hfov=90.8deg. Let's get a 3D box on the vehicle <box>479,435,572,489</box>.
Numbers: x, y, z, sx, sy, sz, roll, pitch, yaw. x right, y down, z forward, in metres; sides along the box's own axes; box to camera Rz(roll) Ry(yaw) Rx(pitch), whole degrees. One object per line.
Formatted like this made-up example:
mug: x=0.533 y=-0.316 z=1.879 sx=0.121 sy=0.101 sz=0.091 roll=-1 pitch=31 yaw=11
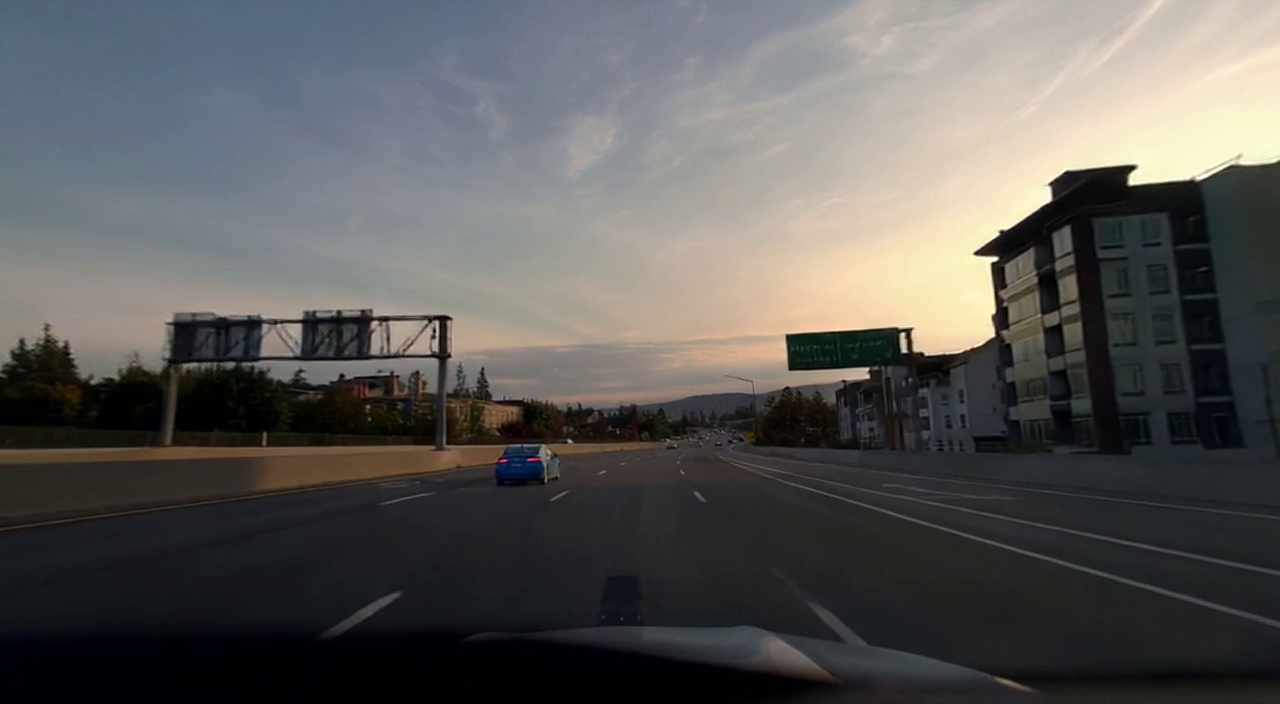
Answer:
vehicle: x=-3.630 y=3.583 z=20.995 sx=2.087 sy=1.566 sz=4.756 roll=0 pitch=-8 yaw=2
